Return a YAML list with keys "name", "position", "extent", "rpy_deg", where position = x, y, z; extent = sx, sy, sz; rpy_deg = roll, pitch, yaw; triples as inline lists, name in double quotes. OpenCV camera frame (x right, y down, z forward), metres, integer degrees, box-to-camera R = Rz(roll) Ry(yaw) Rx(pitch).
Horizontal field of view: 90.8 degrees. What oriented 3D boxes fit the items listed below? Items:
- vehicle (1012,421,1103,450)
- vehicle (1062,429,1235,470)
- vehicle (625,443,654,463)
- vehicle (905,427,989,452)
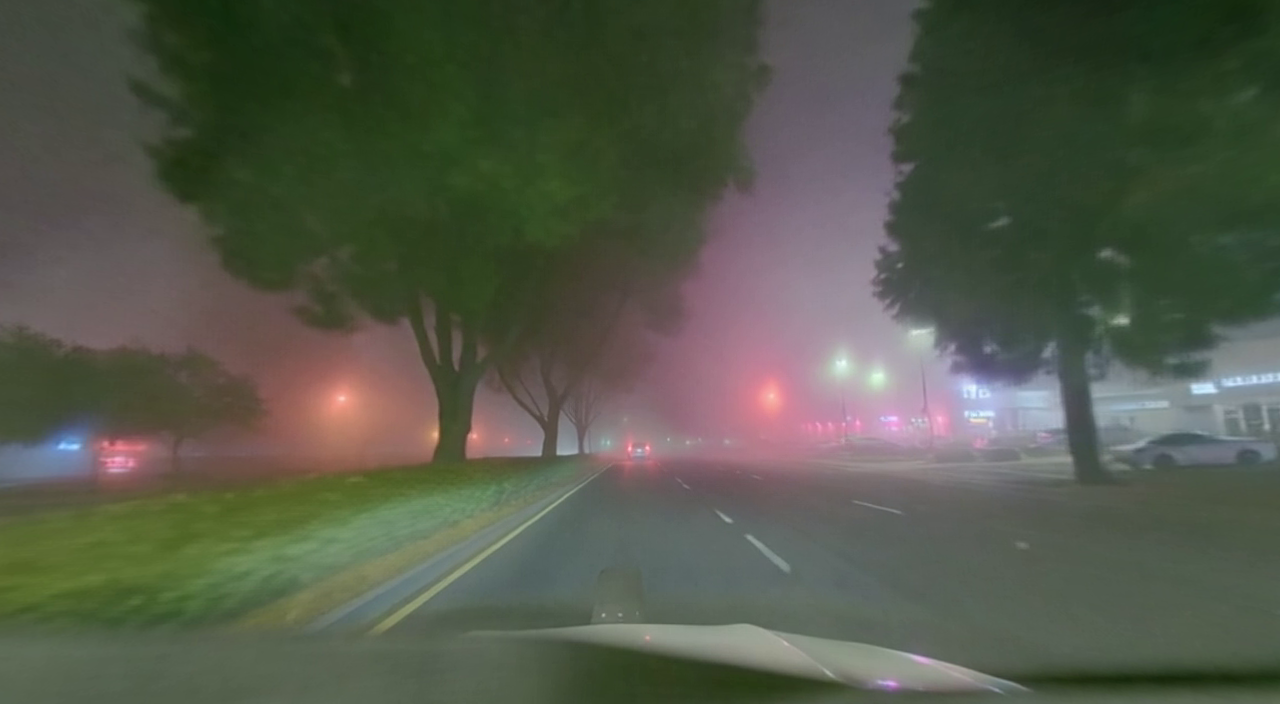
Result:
- name: "vehicle"
  position: [25.633, 5.210, 39.062]
  extent: [1.921, 1.678, 5.257]
  rpy_deg: [0, -9, -2]
- name: "vehicle"
  position: [19.921, 3.841, 24.989]
  extent: [2.048, 1.462, 4.802]
  rpy_deg: [5, -10, -32]
- name: "vehicle"
  position: [-0.087, 7.928, 49.807]
  extent: [2.159, 1.461, 4.142]
  rpy_deg: [0, -8, -1]
- name: "vehicle"
  position: [20.999, 6.042, 43.405]
  extent: [4.682, 1.630, 1.972]
  rpy_deg: [-1, -9, 2]
